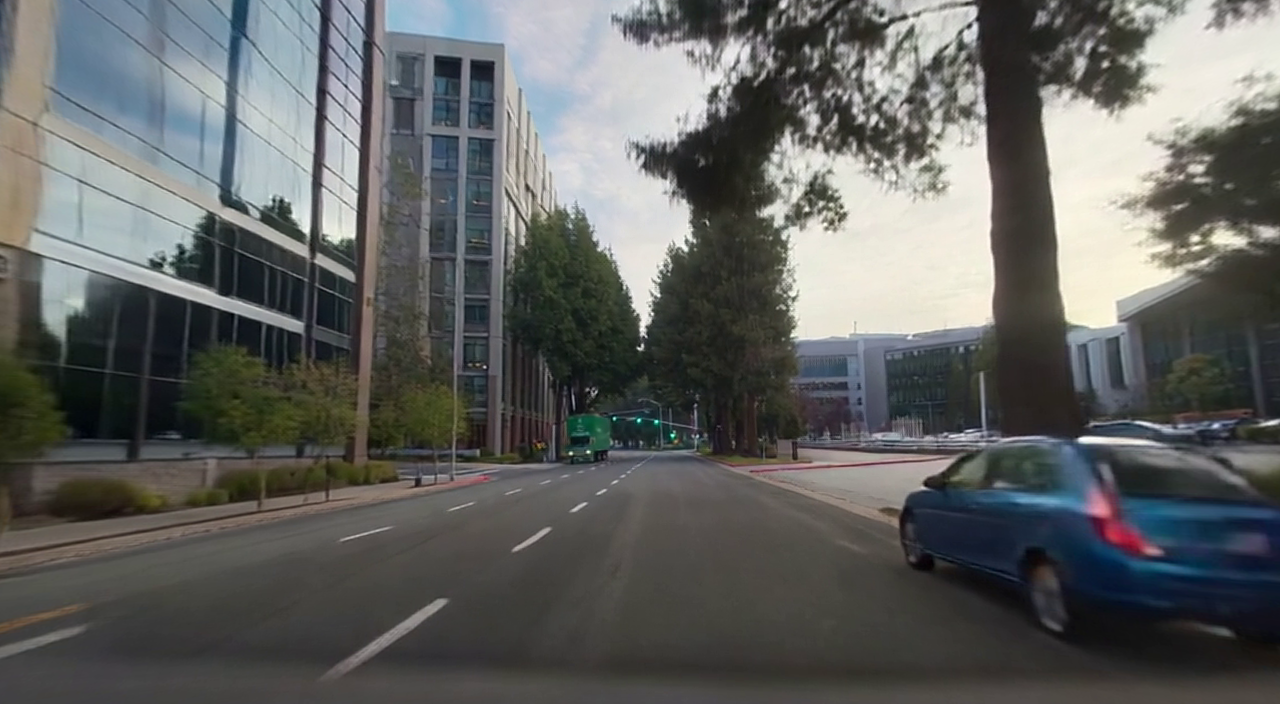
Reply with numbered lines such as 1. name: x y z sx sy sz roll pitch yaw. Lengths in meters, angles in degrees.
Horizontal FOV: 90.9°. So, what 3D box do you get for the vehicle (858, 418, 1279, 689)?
1. vehicle: 3.830 1.465 5.809 2.098 1.509 4.389 0 -9 1
